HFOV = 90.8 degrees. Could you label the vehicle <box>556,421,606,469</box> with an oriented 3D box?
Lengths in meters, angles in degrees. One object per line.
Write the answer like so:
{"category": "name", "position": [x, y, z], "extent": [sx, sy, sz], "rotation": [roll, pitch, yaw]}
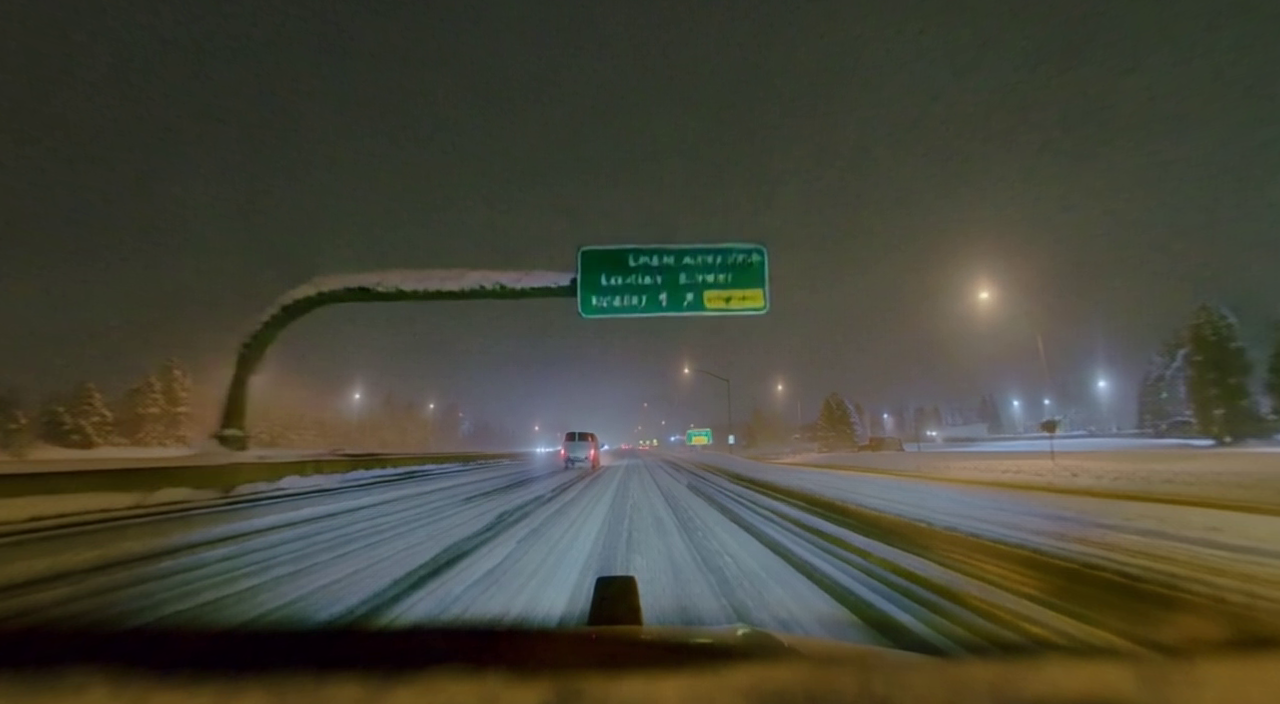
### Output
{"category": "vehicle", "position": [-3.790, 6.235, 42.340], "extent": [2.881, 2.937, 7.045], "rotation": [0, -9, -2]}

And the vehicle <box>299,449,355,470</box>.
{"category": "vehicle", "position": [-22.182, 7.620, 44.962], "extent": [1.856, 1.422, 4.312], "rotation": [0, -9, -1]}
